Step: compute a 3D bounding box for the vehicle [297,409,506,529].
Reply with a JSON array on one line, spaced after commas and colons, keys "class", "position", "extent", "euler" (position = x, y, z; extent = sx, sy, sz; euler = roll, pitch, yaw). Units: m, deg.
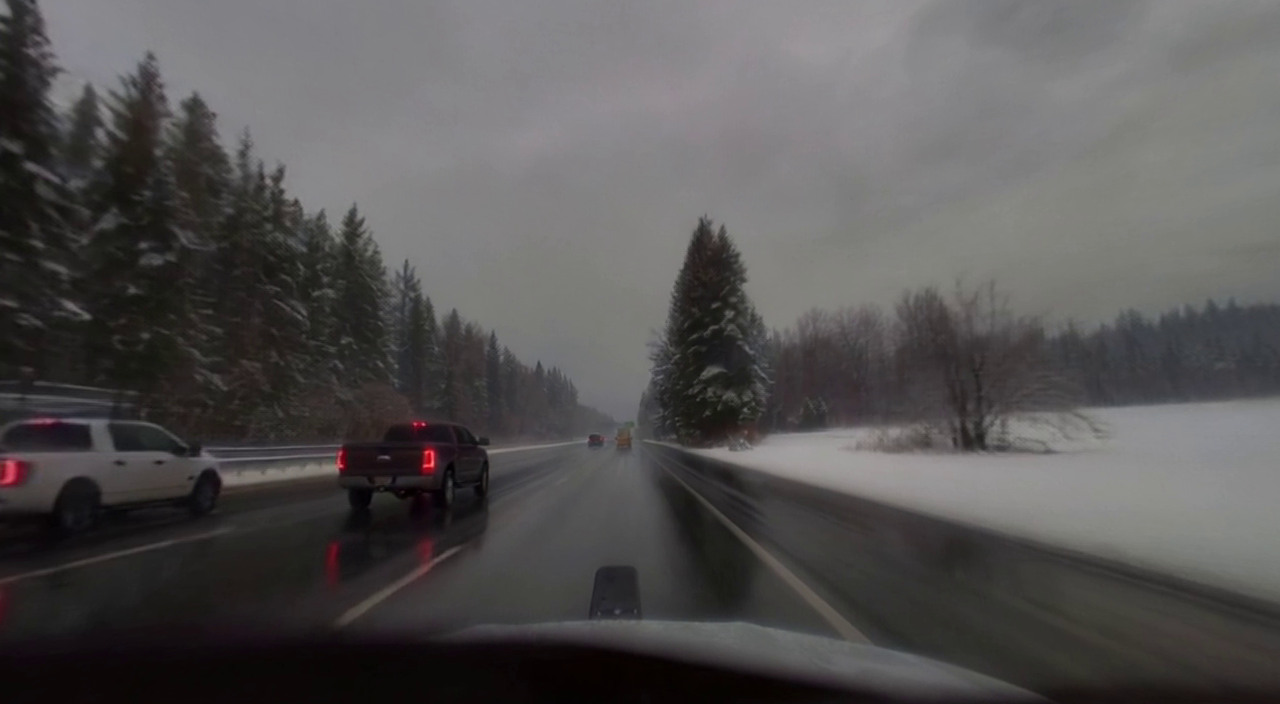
[{"class": "vehicle", "position": [-3.799, 1.912, 10.950], "extent": [2.034, 1.675, 4.080], "euler": [0, -7, 0]}]

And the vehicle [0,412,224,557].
[{"class": "vehicle", "position": [-7.886, 1.632, 8.371], "extent": [2.000, 1.552, 3.946], "euler": [0, -7, 0]}]
